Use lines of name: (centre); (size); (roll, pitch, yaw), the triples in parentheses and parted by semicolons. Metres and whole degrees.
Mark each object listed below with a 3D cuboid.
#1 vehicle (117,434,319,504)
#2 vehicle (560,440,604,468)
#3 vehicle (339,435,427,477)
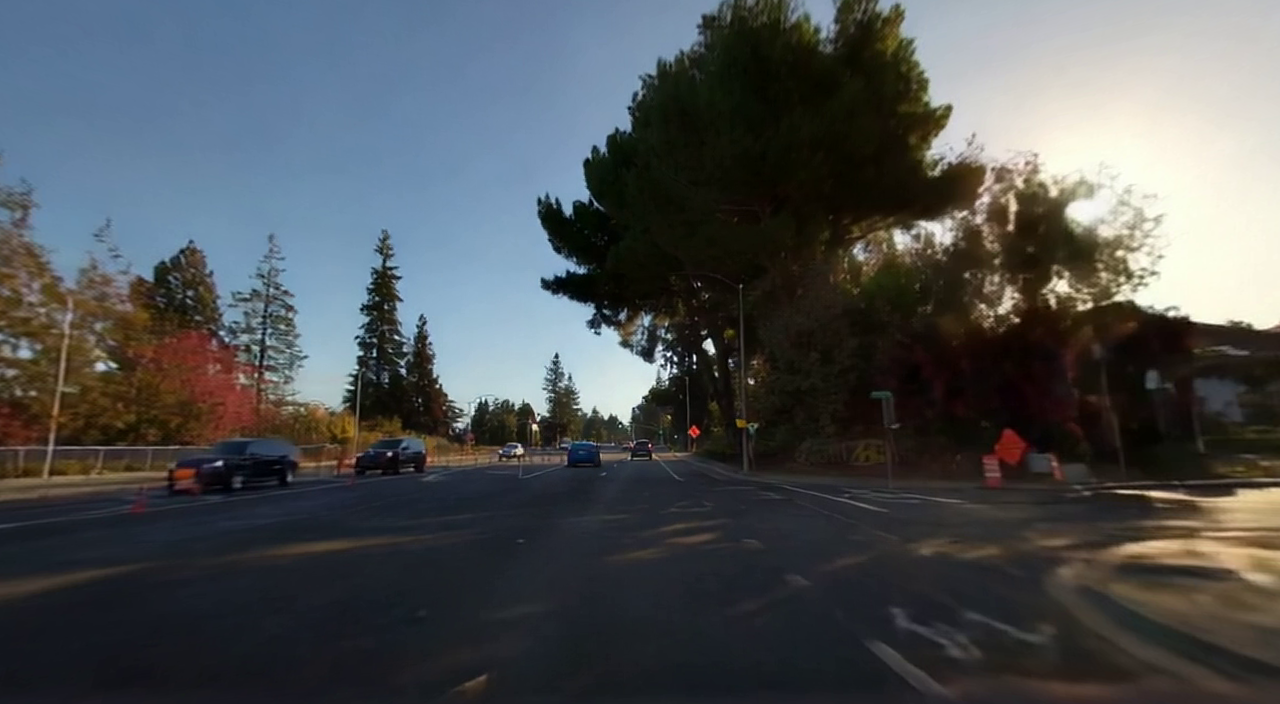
vehicle: (-10.610, 2.953, 16.421); (2.009, 1.541, 4.753); (0, -8, -1)
vehicle: (-3.617, 6.451, 40.133); (2.198, 1.663, 4.519); (0, -8, 2)
vehicle: (-11.126, 4.532, 27.600); (2.014, 1.674, 4.337); (0, -8, 0)
